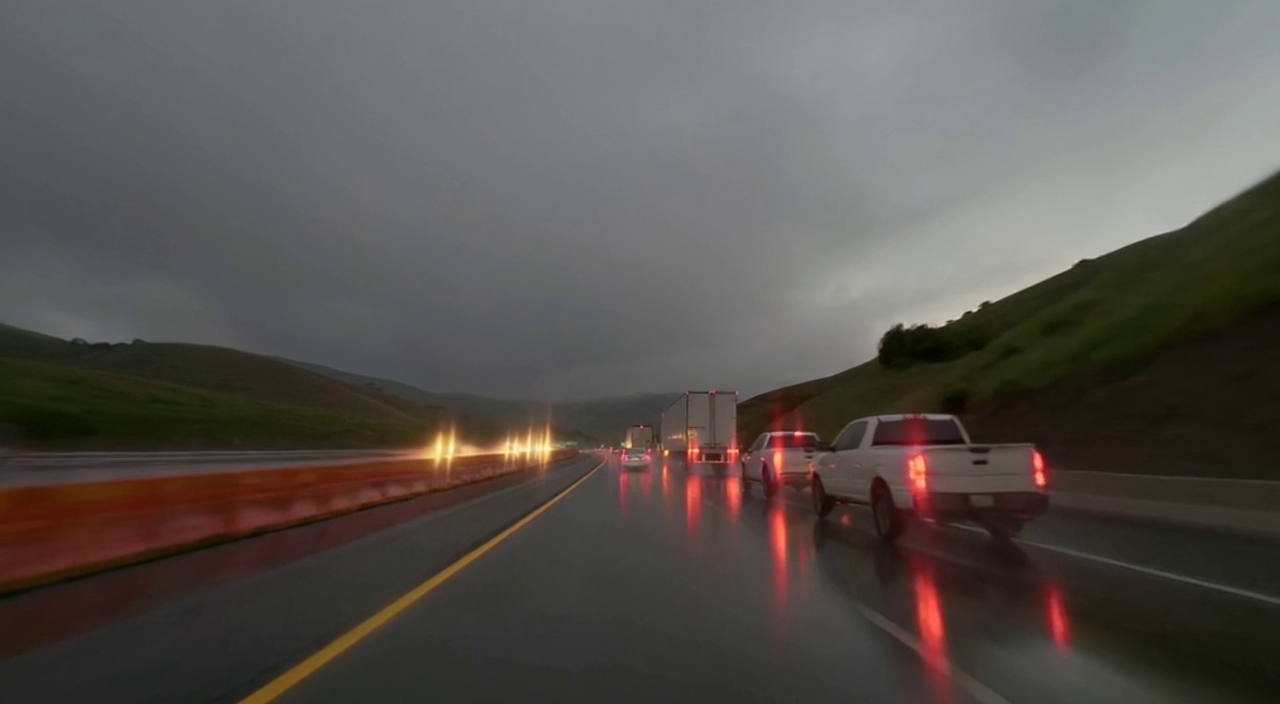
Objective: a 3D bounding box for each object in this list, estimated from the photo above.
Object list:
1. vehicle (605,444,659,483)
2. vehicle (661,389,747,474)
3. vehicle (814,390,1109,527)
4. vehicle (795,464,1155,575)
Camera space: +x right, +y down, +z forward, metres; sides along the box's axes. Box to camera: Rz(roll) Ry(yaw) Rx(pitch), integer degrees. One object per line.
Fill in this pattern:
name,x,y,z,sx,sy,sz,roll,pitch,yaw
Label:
vehicle,-0.363,4.531,25.875,2.029,1.437,3.794,0,-9,-2
vehicle,3.310,4.968,37.851,2.911,4.099,14.578,0,-9,-3
vehicle,4.050,1.481,8.964,1.873,1.465,4.264,0,-9,-1
vehicle,3.987,2.141,8.972,2.129,0.956,5.390,0,-9,-1
